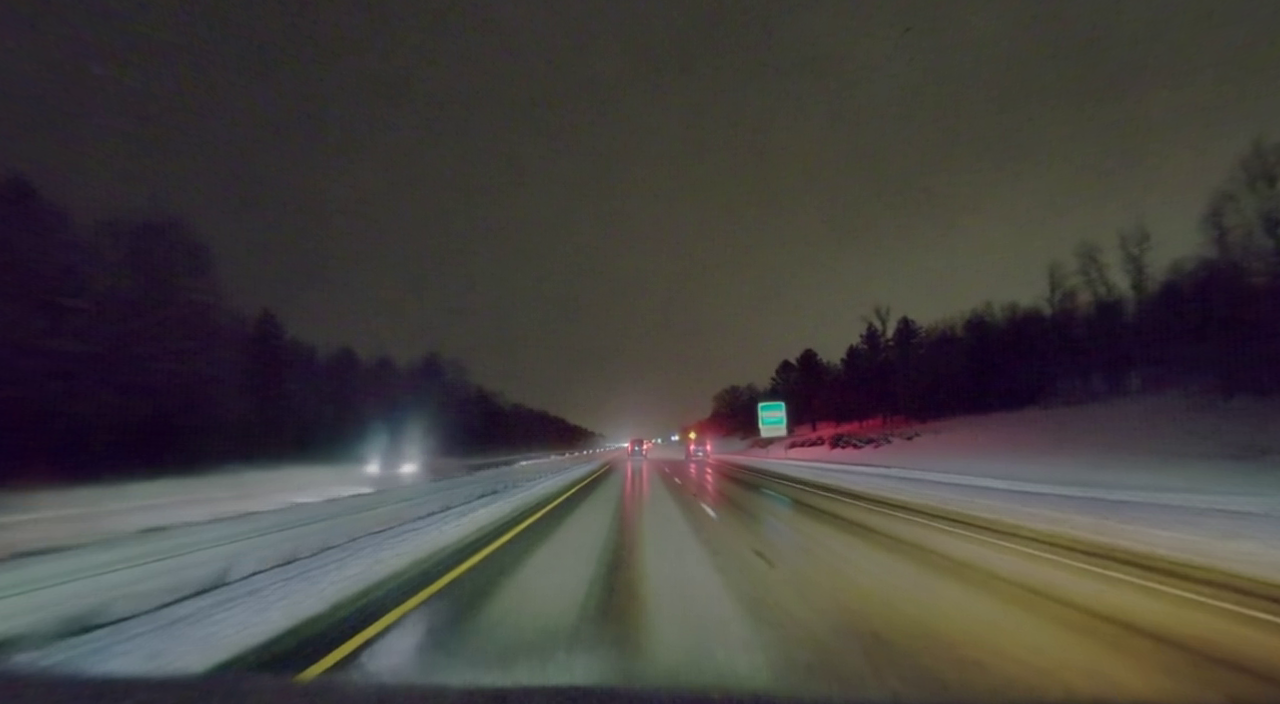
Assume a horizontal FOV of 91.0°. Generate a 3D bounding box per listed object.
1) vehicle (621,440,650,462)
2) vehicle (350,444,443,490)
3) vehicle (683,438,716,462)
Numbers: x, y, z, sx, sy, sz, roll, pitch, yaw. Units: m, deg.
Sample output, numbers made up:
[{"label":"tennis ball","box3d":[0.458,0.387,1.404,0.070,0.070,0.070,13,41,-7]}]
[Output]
[{"label":"vehicle","box3d":[-0.276,7.270,46.307,2.009,1.554,4.013,0,-8,1]},{"label":"vehicle","box3d":[-9.244,4.361,24.261,1.923,1.573,4.250,0,-8,-1]},{"label":"vehicle","box3d":[4.235,7.061,45.372,2.037,1.609,4.036,0,-8,0]}]
